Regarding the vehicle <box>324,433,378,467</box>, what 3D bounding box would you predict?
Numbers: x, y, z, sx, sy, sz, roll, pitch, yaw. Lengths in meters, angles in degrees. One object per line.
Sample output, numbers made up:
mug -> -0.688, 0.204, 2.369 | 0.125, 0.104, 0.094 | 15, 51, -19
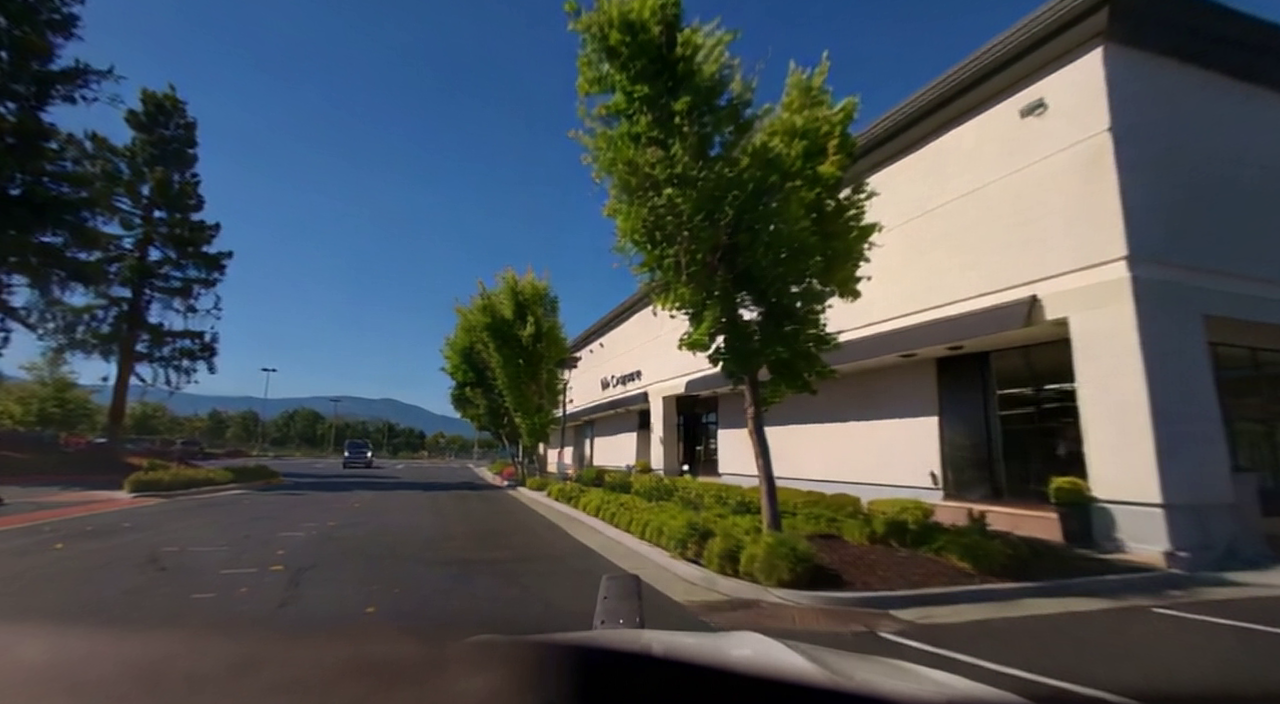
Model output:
vehicle -> -16.369, 5.559, 36.010 | 2.180, 1.806, 4.541 | 3, -8, -18
